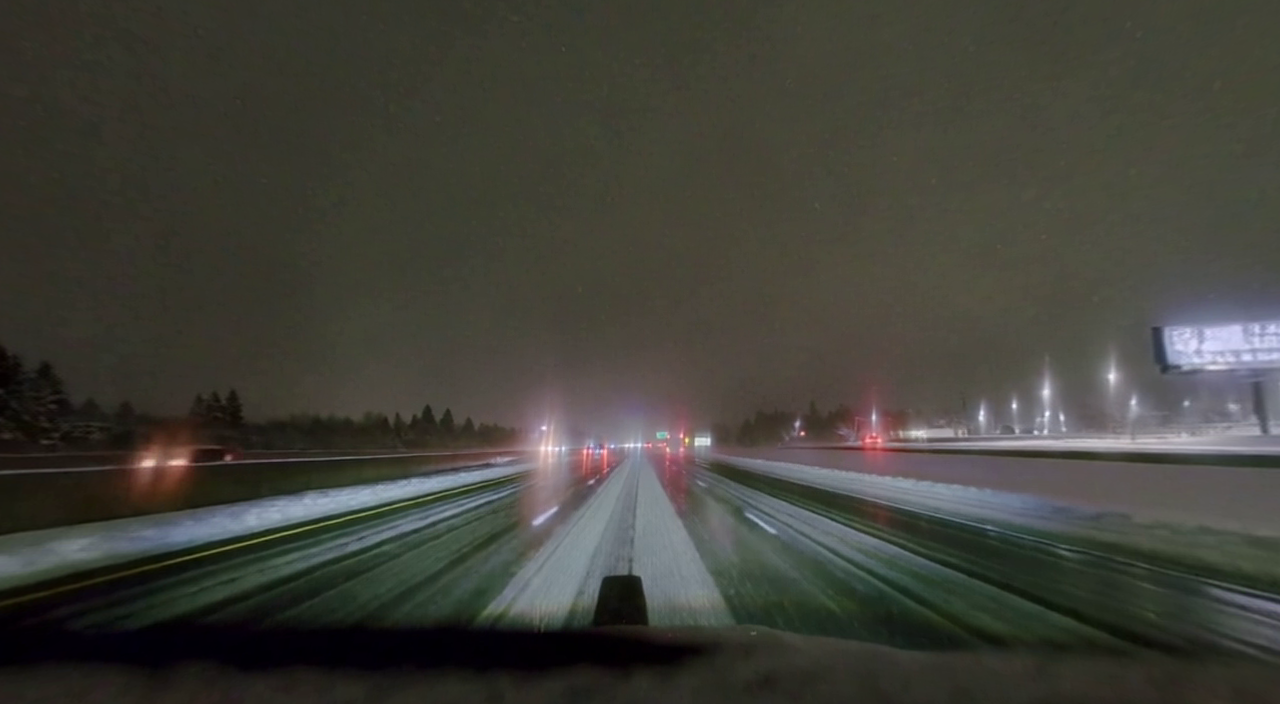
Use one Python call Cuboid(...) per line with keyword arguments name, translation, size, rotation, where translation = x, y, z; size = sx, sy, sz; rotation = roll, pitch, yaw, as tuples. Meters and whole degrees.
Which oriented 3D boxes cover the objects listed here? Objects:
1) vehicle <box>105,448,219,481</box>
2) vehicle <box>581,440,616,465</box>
Cuboid(name="vehicle", translation=(-23.459, 5.523, 31.220), size=(2.009, 1.450, 4.562), rotation=(0, -8, 1))
Cuboid(name="vehicle", translation=(-3.077, 7.517, 47.227), size=(2.319, 1.738, 4.355), rotation=(0, -8, 0))
